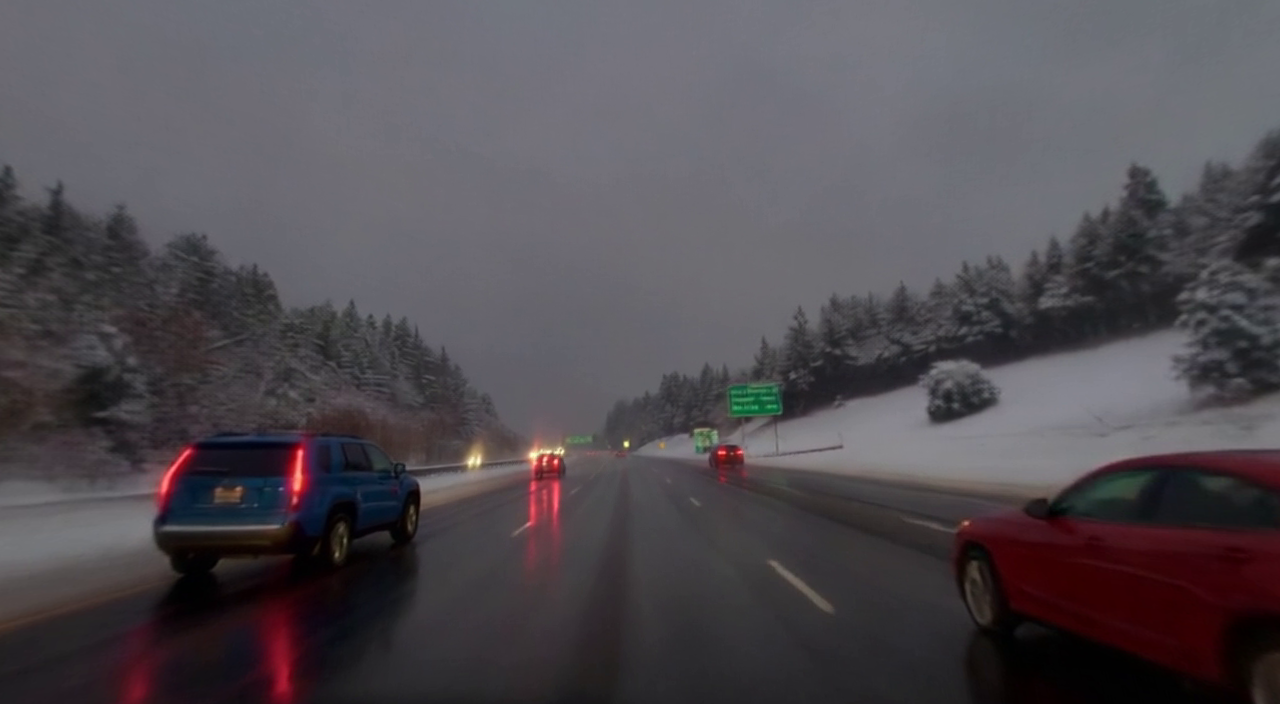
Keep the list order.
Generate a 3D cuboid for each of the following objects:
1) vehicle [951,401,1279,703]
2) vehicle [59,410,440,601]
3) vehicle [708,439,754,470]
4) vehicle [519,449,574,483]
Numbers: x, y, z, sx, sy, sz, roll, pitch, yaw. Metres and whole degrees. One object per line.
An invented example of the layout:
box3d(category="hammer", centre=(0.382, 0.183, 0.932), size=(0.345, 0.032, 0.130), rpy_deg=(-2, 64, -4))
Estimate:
box3d(category="vehicle", centre=(3.721, 1.080, 3.137), size=(2.120, 1.572, 4.344), rpy_deg=(0, -9, 0))
box3d(category="vehicle", centre=(-4.288, 1.748, 8.015), size=(2.079, 1.745, 4.281), rpy_deg=(0, -9, 0))
box3d(category="vehicle", centre=(6.523, 7.480, 45.885), size=(2.378, 2.096, 5.119), rpy_deg=(0, -9, -2))
box3d(category="vehicle", centre=(-4.400, 5.419, 30.302), size=(2.009, 1.488, 4.289), rpy_deg=(0, -9, -1))
